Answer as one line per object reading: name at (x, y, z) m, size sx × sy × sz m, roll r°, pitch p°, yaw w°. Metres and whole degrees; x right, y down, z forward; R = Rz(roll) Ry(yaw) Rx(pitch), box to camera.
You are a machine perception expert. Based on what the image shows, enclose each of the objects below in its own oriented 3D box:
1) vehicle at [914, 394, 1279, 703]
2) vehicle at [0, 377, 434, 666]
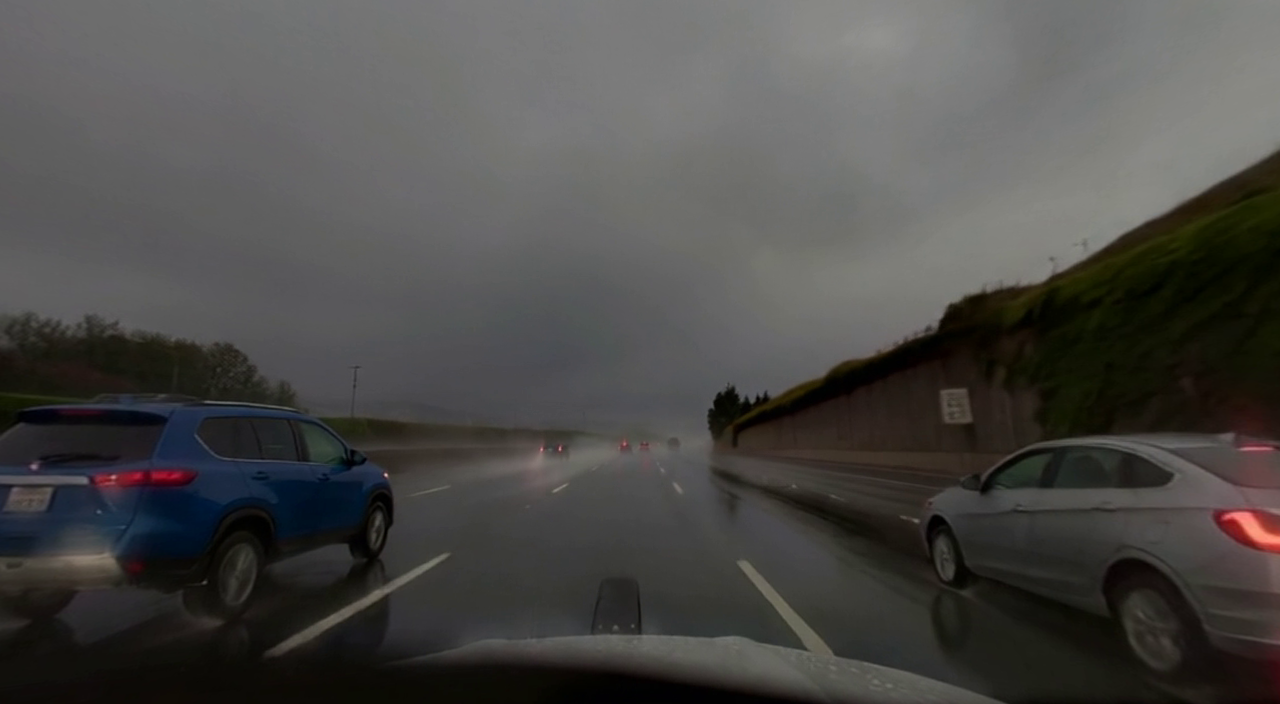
vehicle at (3.643, 1.117, 3.950) m, size 1.847 × 1.493 × 4.303 m, roll 0°, pitch -8°, yaw -1°
vehicle at (-3.836, 1.350, 6.175) m, size 2.047 × 1.715 × 4.689 m, roll 0°, pitch -8°, yaw 0°
